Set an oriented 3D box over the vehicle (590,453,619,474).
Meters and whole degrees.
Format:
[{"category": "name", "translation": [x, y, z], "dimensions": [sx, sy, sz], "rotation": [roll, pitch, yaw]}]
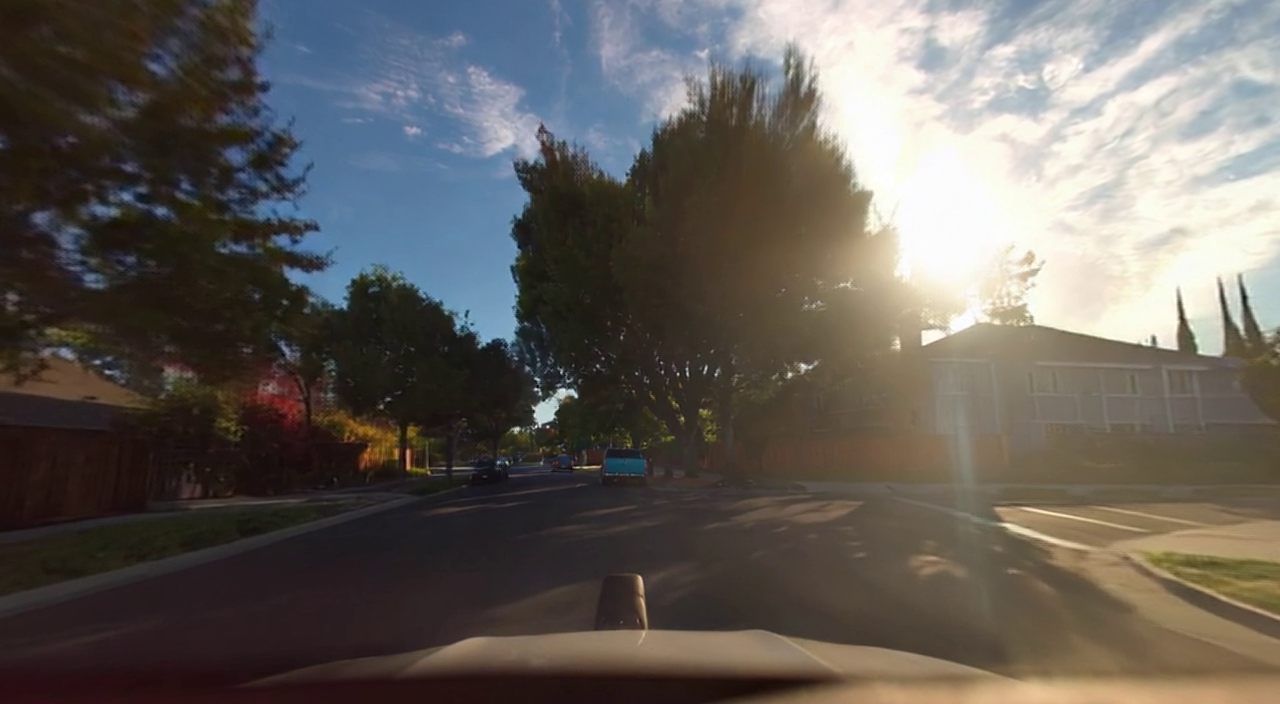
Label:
[{"category": "vehicle", "translation": [-2.674, 8.267, 47.000], "dimensions": [2.064, 1.477, 3.968], "rotation": [1, -9, -4]}]
